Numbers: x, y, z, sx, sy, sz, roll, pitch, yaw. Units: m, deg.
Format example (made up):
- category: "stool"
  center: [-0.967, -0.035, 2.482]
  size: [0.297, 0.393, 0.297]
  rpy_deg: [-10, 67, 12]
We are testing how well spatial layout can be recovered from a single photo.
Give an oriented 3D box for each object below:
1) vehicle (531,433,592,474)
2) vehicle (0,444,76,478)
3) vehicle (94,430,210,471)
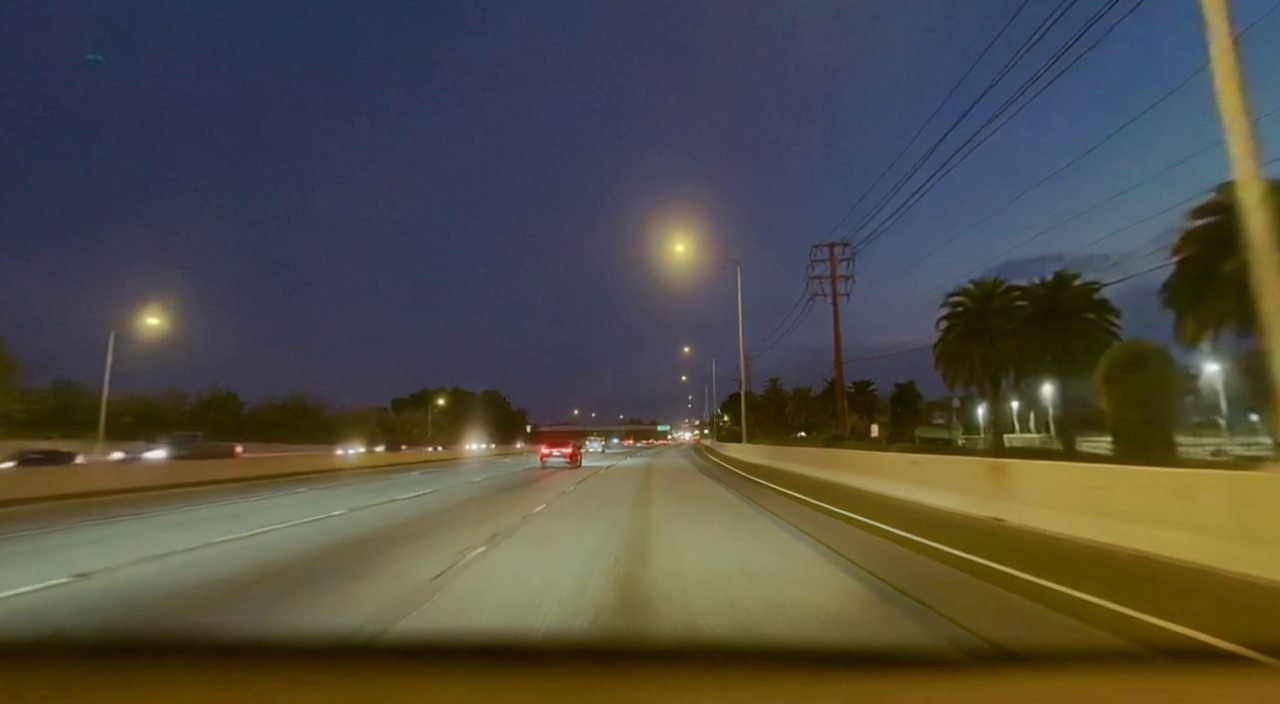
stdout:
- category: "vehicle"
  center: [-3.257, 4.306, 26.996]
  size: [2.029, 1.609, 3.935]
  rpy_deg: [0, -8, 1]
- category: "vehicle"
  center: [-30.569, 5.274, 30.628]
  size: [1.934, 1.511, 4.785]
  rpy_deg: [1, -8, -1]
- category: "vehicle"
  center: [-24.242, 4.901, 31.618]
  size: [2.072, 1.835, 4.686]
  rpy_deg: [0, -8, 0]
